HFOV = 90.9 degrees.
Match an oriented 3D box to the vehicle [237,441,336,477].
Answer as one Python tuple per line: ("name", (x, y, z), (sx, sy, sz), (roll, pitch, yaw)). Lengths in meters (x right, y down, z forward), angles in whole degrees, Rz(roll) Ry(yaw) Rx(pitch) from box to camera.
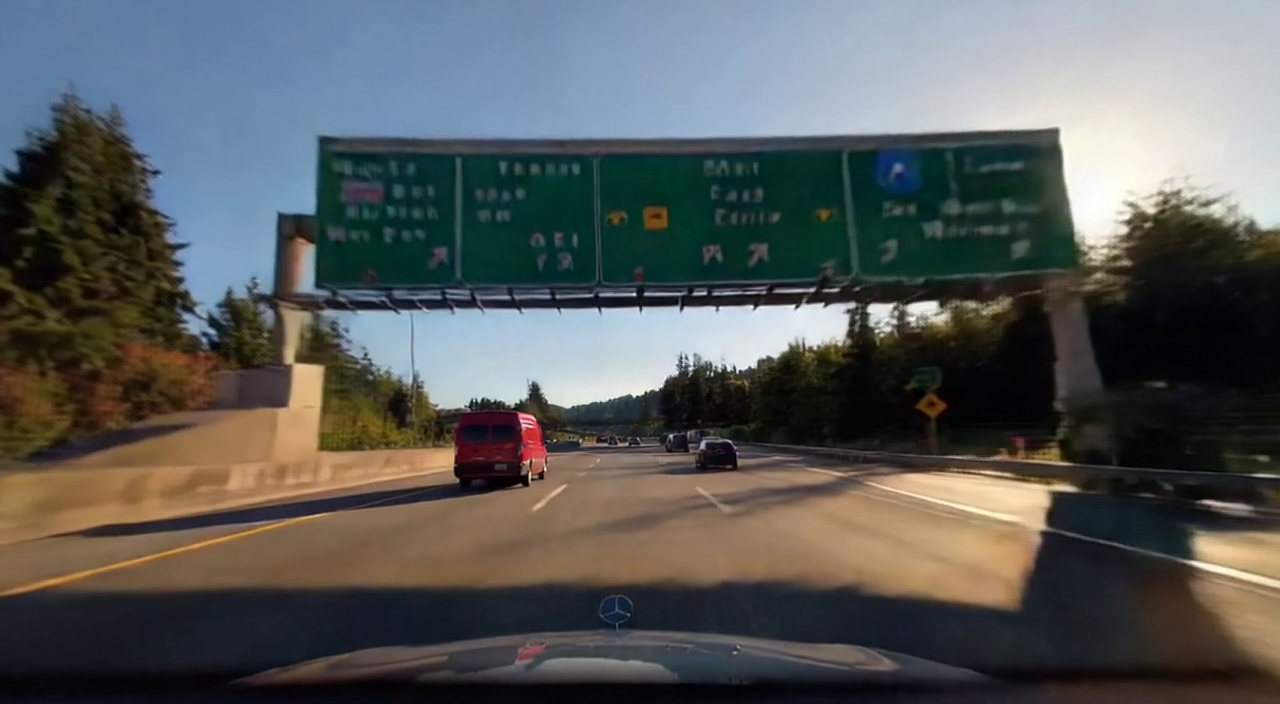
("vehicle", (-16.470, 4.993, 29.712), (1.865, 1.497, 4.820), (0, -8, 0))

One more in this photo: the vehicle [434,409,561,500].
("vehicle", (-3.559, 2.672, 16.910), (2.275, 2.053, 5.082), (0, -8, -1))

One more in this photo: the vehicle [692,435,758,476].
("vehicle", (3.261, 4.053, 25.033), (2.020, 1.464, 3.803), (0, -8, -1))
